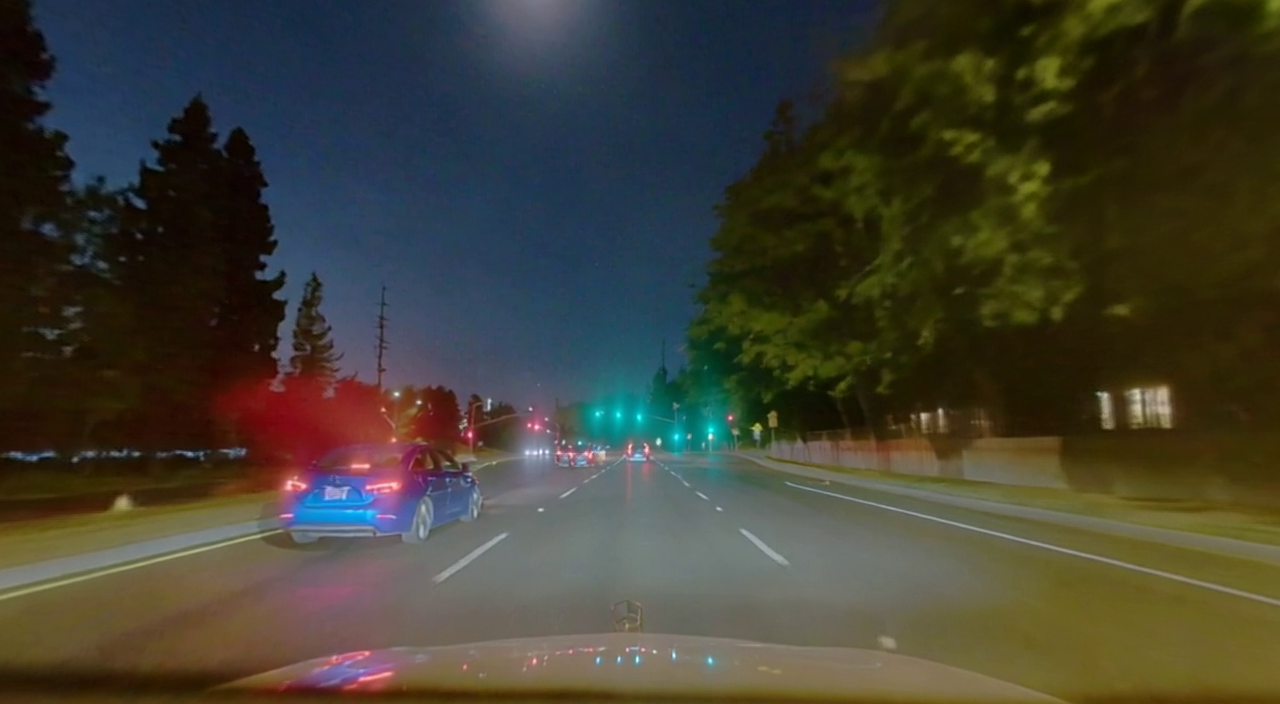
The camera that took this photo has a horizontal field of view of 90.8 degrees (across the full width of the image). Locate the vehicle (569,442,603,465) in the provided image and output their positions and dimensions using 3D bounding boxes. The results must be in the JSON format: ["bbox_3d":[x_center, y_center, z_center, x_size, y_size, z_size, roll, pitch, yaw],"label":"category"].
[{"bbox_3d":[-3.892,7.459,46.457,2.103,1.592,4.160,0,-9,1],"label":"vehicle"}]

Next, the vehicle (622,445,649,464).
[{"bbox_3d":[-0.383,7.919,49.019,1.991,1.431,4.199,0,-9,-1],"label":"vehicle"}]

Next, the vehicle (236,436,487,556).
[{"bbox_3d":[-3.872,2.059,9.809,1.905,1.418,4.396,0,-9,0],"label":"vehicle"}]
